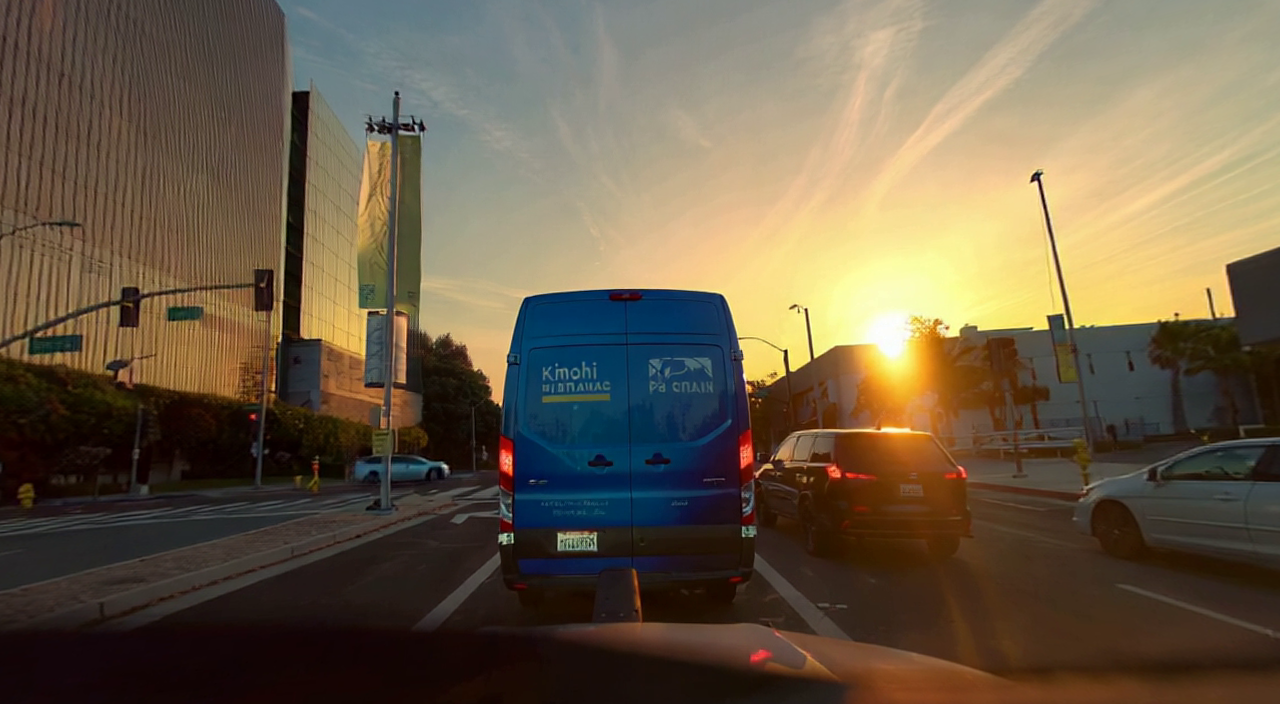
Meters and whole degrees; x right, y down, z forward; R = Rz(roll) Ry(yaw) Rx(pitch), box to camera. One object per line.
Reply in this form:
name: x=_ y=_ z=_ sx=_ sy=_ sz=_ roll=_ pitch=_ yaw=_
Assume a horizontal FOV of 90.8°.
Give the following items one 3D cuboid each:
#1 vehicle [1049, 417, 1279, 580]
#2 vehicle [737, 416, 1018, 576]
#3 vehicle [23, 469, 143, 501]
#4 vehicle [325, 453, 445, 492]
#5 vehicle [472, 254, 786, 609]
vehicle: x=7.538 y=1.577 z=6.996 sx=1.963 sy=1.669 sz=4.678 roll=3 pitch=-9 yaw=-21
vehicle: x=2.880 y=1.862 z=9.040 sx=2.183 sy=1.676 sz=4.506 roll=0 pitch=-8 yaw=-1
vehicle: x=-31.100 y=7.436 z=35.397 sx=4.806 sy=1.652 sz=1.869 roll=0 pitch=-8 yaw=-2
vehicle: x=-11.254 y=5.345 z=28.252 sx=4.659 sy=1.615 sz=1.944 roll=2 pitch=-9 yaw=-13
vehicle: x=-0.054 y=1.167 z=9.094 sx=2.613 sy=3.035 sz=7.342 roll=0 pitch=-8 yaw=1
